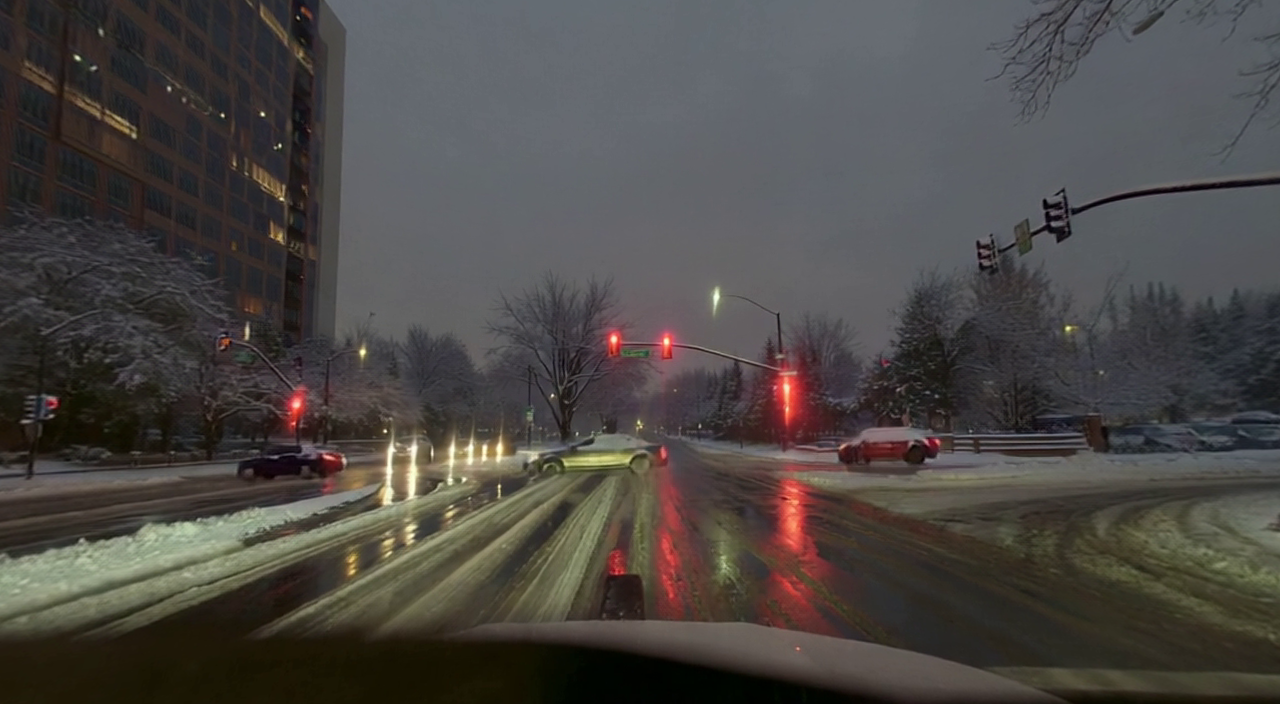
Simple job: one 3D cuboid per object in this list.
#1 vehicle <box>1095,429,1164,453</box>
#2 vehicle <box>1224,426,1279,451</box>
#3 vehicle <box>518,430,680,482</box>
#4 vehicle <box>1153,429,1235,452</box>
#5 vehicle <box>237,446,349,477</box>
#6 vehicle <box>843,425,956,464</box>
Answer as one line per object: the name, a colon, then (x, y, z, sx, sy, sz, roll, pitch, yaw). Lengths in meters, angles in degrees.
vehicle: (33.244, 6.098, 43.092, 2.090, 1.494, 4.321, -3, -9, 15)
vehicle: (42.267, 5.728, 41.930, 2.037, 1.614, 5.175, 0, -8, 0)
vehicle: (-1.367, 3.286, 20.188, 4.916, 1.504, 1.846, 1, -9, -12)
vehicle: (36.580, 5.872, 41.839, 1.726, 1.429, 4.163, -1, -8, 2)
vehicle: (-15.749, 4.971, 28.806, 4.046, 1.306, 1.719, -1, -8, 1)
vehicle: (11.871, 4.307, 29.249, 4.571, 1.698, 1.977, -3, -9, 18)
